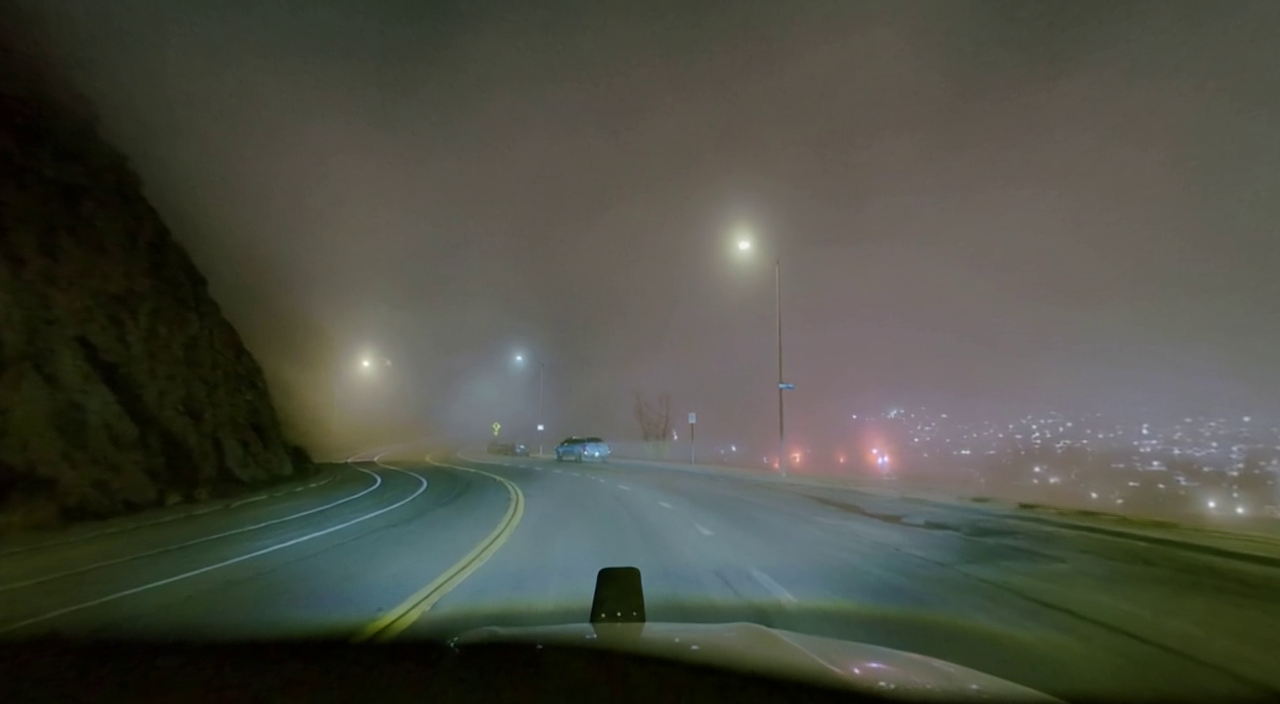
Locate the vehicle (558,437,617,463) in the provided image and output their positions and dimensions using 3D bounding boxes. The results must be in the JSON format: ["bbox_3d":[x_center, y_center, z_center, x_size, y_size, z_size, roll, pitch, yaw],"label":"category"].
[{"bbox_3d":[-3.458,6.644,42.838,2.064,1.667,4.453,-4,-10,24],"label":"vehicle"}]
